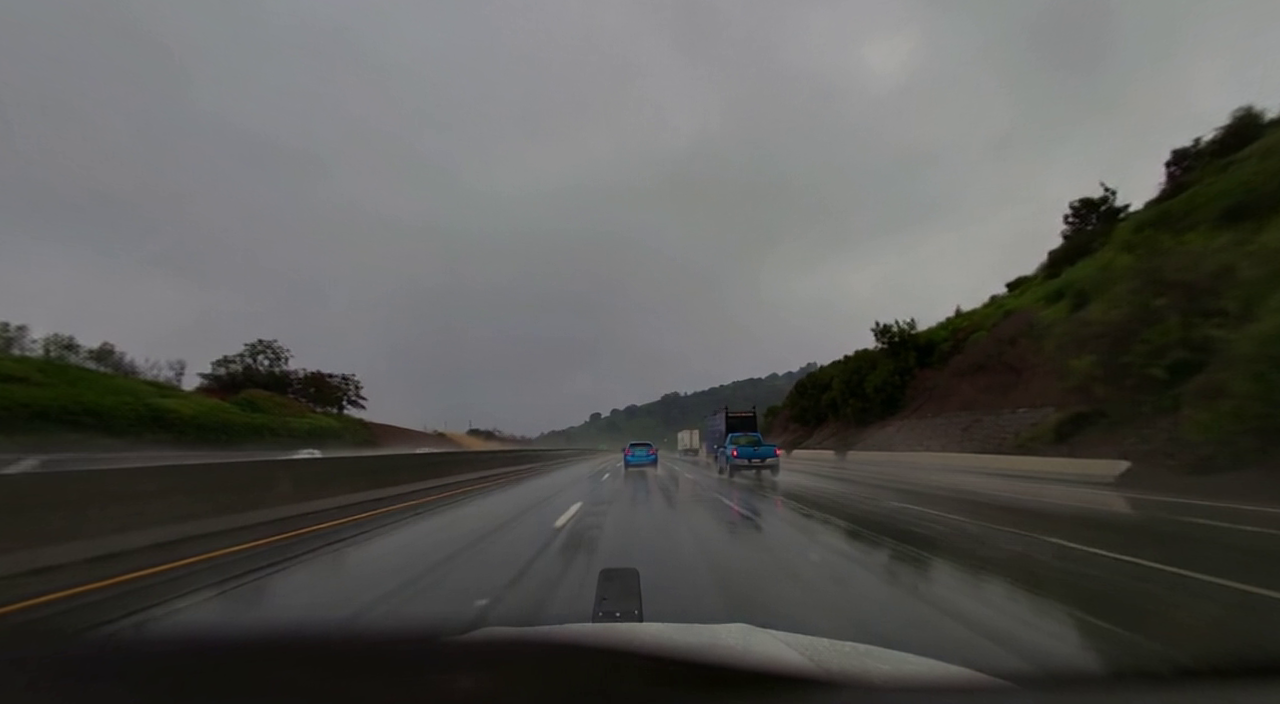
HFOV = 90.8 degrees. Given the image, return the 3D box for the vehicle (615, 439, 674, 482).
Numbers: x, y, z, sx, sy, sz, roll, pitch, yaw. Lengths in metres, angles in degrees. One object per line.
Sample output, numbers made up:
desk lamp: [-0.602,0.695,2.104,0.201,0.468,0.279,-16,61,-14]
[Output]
vehicle: [0.124,4.103,24.205,2.083,1.477,3.965,0,-9,-1]

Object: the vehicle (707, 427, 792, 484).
vehicle: [3.759,3.676,22.602,2.098,1.794,4.561,0,-9,-2]

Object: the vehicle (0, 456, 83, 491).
vehicle: [-27.790,5.394,28.252,1.742,1.441,4.305,0,-9,1]

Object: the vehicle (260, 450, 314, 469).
vehicle: [-27.269,8.303,48.949,1.730,1.438,4.205,0,-9,1]
